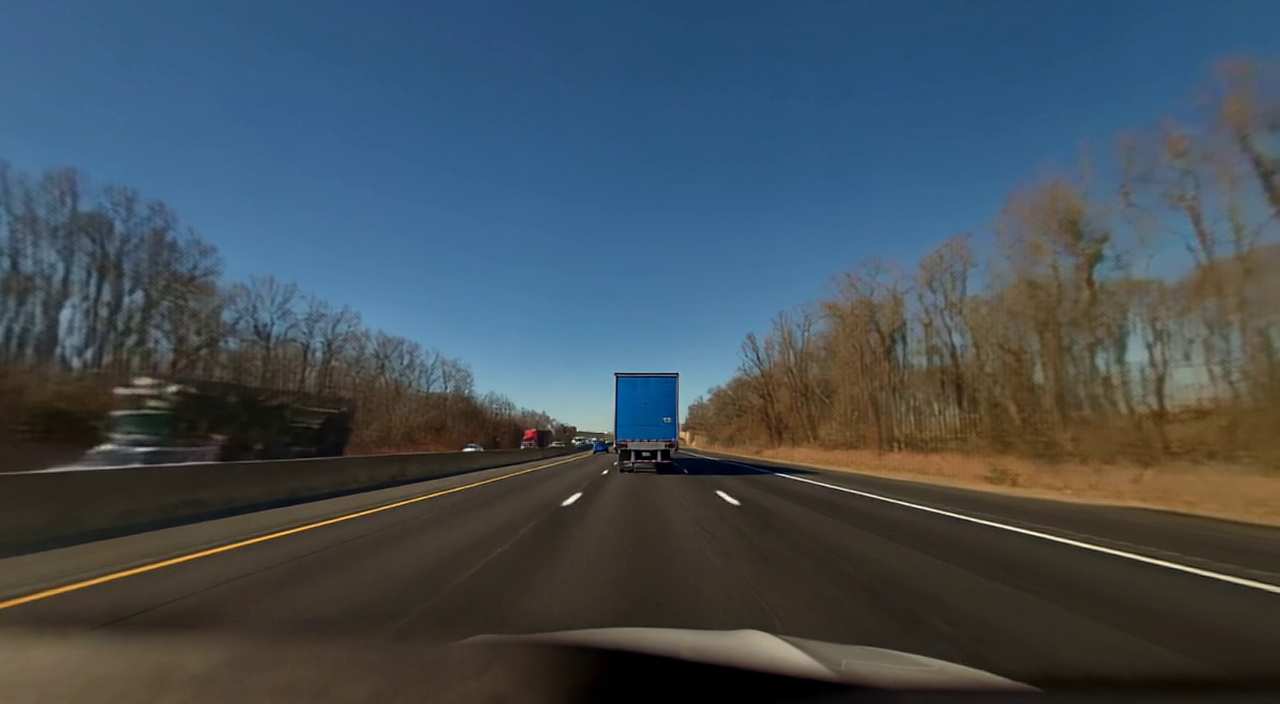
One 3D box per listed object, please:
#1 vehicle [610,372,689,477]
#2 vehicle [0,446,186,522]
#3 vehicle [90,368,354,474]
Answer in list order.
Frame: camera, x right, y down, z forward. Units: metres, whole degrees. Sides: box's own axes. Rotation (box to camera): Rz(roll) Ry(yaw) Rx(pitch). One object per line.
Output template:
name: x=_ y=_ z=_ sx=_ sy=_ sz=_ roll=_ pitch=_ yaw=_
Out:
vehicle: x=0.363 y=3.535 z=29.333 sx=3.010 sy=4.039 sz=10.481 roll=0 pitch=-8 yaw=0
vehicle: x=-12.671 y=2.879 z=14.243 sx=1.811 sy=1.445 sz=3.854 roll=0 pitch=-8 yaw=0
vehicle: x=-21.049 y=4.074 z=34.294 sx=2.994 sy=4.401 sz=16.665 roll=0 pitch=-9 yaw=0
